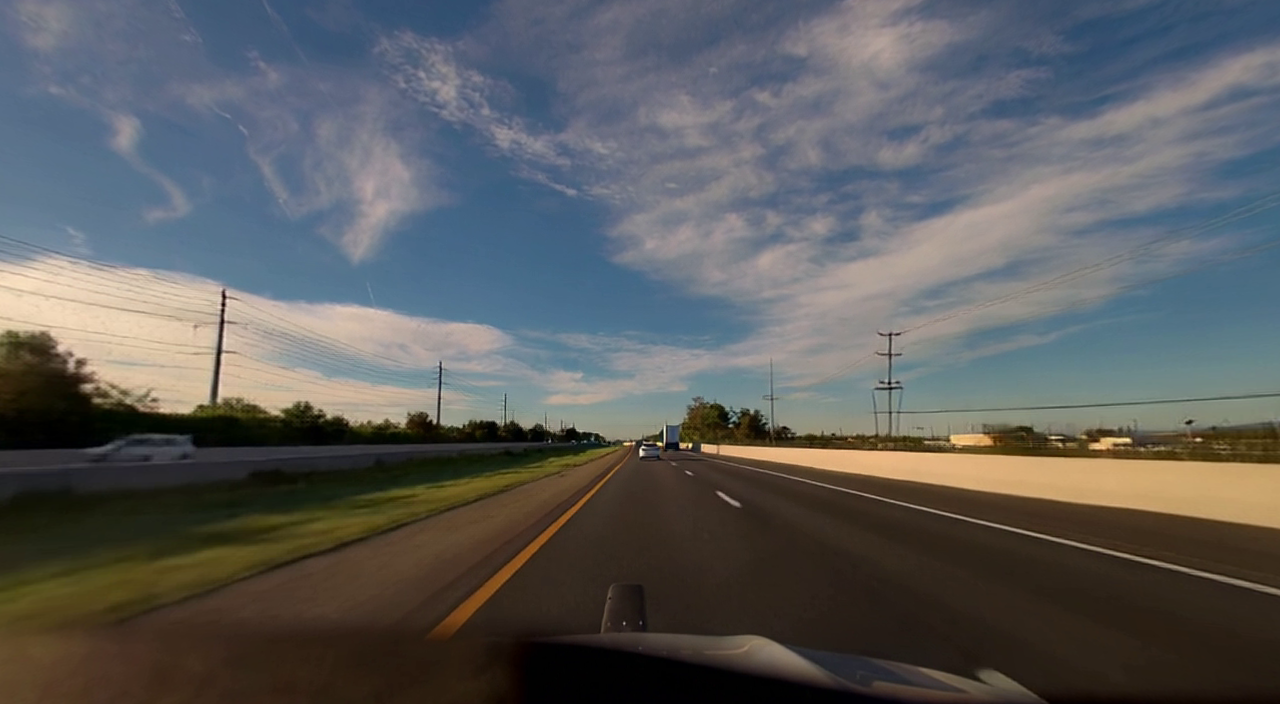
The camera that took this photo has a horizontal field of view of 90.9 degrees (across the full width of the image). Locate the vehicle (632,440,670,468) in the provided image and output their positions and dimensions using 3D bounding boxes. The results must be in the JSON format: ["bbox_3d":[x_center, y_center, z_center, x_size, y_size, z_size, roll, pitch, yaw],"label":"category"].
[{"bbox_3d":[0.670,6.224,38.721,2.192,1.556,4.132,-1,-8,1],"label":"vehicle"}]
